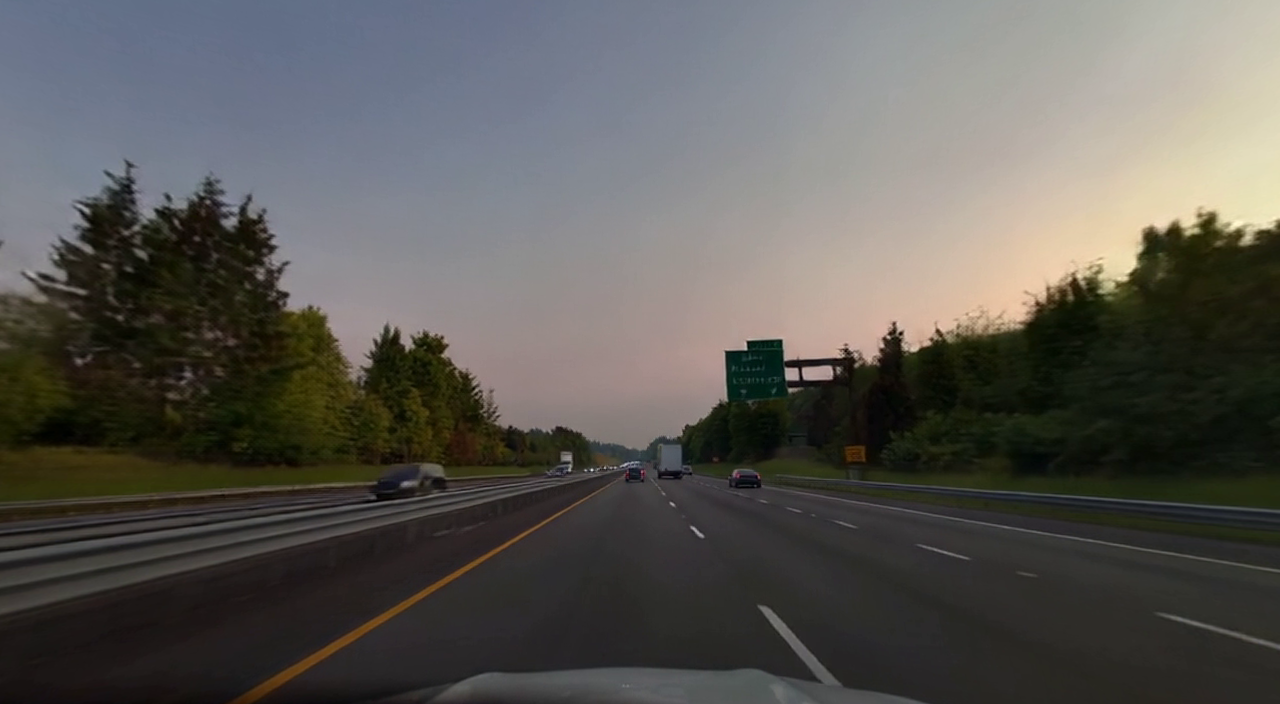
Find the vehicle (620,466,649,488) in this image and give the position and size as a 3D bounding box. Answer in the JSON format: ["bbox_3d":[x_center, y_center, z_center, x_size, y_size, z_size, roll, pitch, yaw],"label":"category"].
[{"bbox_3d":[-0.419,9.082,45.848,2.025,1.452,3.927,1,-10,-1],"label":"vehicle"}]

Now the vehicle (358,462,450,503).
[{"bbox_3d":[-9.701,5.409,26.304,2.098,1.510,4.343,1,-10,1],"label":"vehicle"}]

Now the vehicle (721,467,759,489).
[{"bbox_3d":[7.226,9.183,46.047,1.977,1.494,4.311,1,-10,-2],"label":"vehicle"}]
